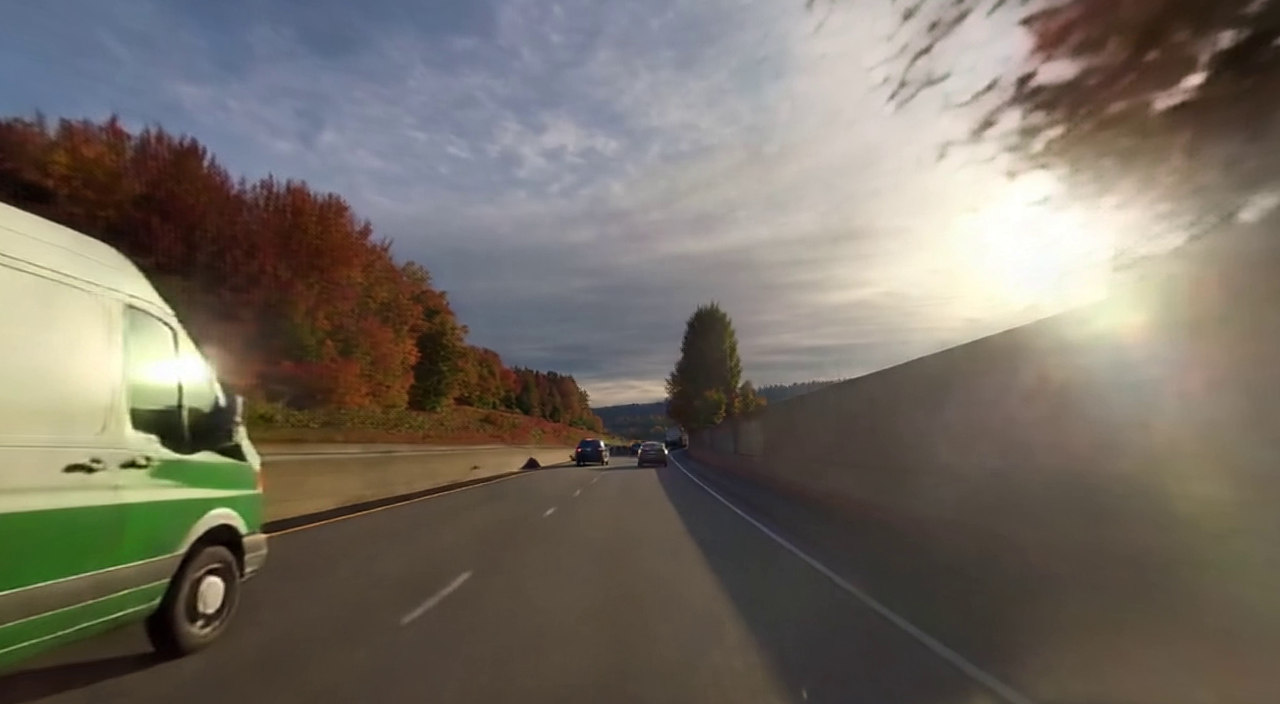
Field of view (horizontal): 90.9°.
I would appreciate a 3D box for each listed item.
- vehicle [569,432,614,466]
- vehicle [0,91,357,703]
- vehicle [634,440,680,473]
[{"bbox_3d":[-2.895,6.011,39.119,2.199,1.973,5.078,0,-8,2],"label":"vehicle"},{"bbox_3d":[-3.755,0.272,2.418,2.297,2.687,6.317,0,-8,1],"label":"vehicle"},{"bbox_3d":[0.821,5.062,30.807,2.071,1.487,3.948,0,-8,1],"label":"vehicle"}]
